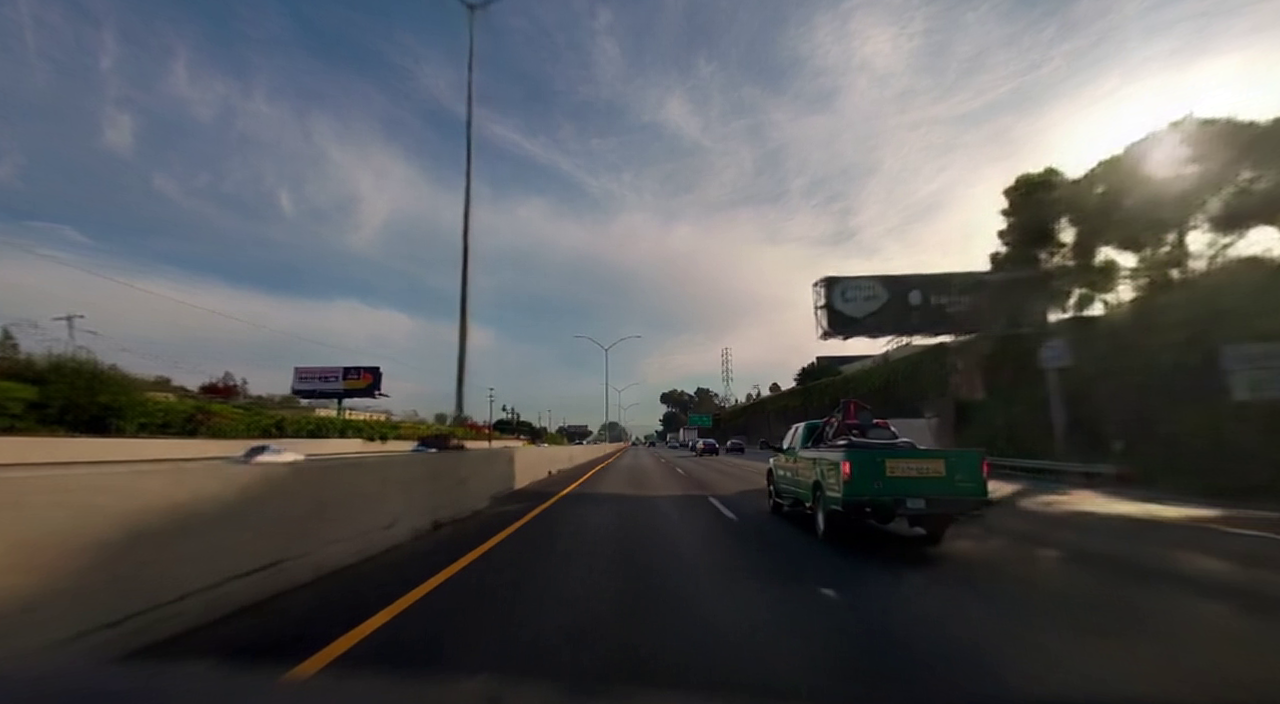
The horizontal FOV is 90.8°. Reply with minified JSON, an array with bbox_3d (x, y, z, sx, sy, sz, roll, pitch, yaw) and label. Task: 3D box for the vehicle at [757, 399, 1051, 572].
[{"bbox_3d":[3.064,1.667,8.608,1.973,1.710,4.476,0,-9,-1],"label":"vehicle"}]
